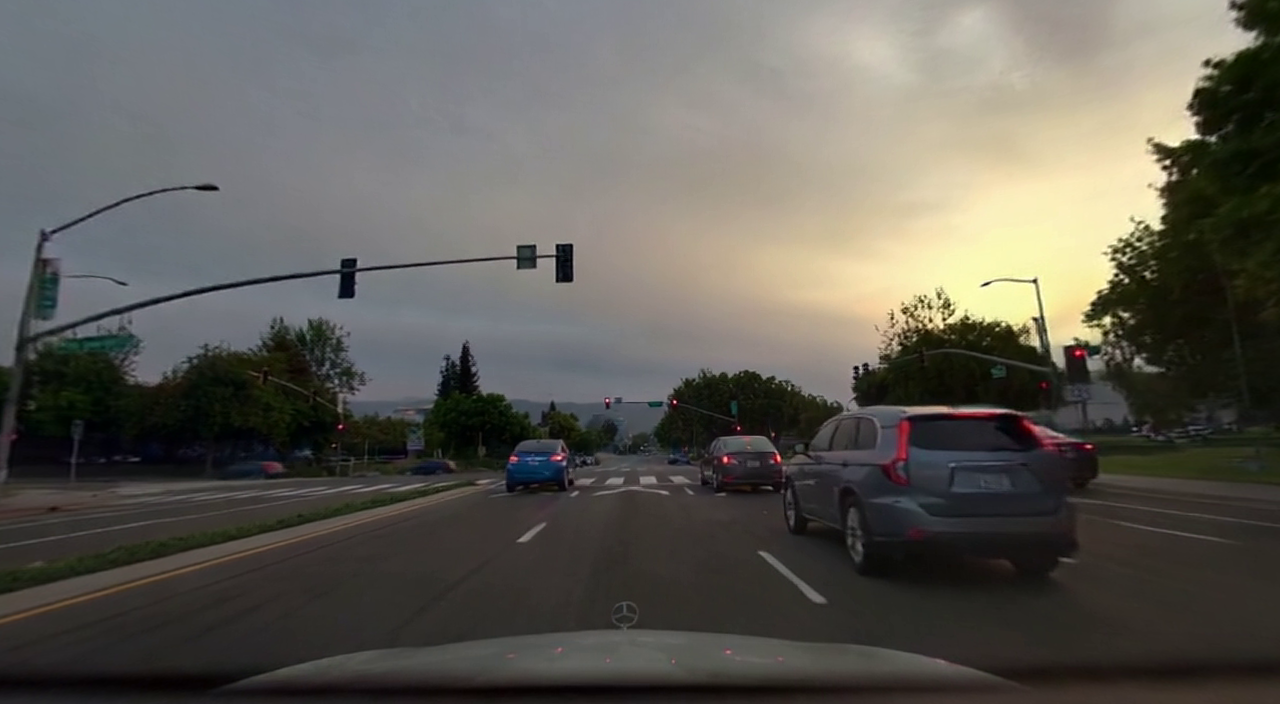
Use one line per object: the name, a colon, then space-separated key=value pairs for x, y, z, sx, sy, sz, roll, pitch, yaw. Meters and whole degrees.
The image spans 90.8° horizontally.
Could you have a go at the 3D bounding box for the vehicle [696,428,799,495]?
vehicle: x=2.910 y=3.104 z=18.247 sx=2.099 sy=1.671 sz=4.491 roll=0 pitch=-8 yaw=-1

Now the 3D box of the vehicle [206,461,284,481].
vehicle: x=-30.642 y=9.237 z=49.089 sx=4.817 sy=1.482 sz=1.829 roll=0 pitch=-8 yaw=-2

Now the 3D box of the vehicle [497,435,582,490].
vehicle: x=-3.006 y=3.392 z=19.714 sx=1.969 sy=1.513 sz=3.773 roll=0 pitch=-8 yaw=1

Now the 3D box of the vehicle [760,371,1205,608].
vehicle: x=2.992 y=1.360 z=7.136 sx=2.247 sy=1.738 sz=4.818 roll=0 pitch=-8 yaw=-1
